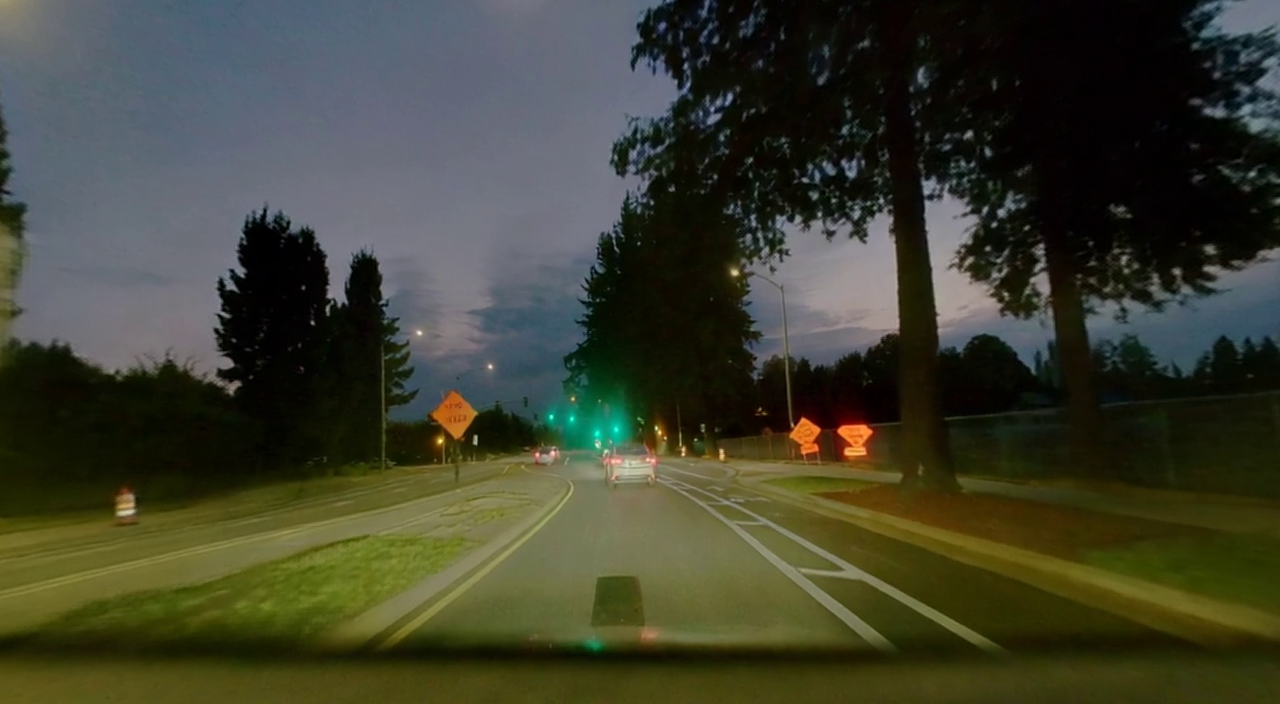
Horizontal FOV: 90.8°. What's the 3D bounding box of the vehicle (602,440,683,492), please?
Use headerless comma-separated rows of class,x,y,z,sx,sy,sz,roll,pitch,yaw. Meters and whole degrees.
vehicle,-0.057,3.700,20.869,2.266,1.508,4.430,1,-9,-5

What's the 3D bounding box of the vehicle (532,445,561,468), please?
vehicle,-7.136,7.954,48.139,2.077,1.665,4.206,1,-9,-9
